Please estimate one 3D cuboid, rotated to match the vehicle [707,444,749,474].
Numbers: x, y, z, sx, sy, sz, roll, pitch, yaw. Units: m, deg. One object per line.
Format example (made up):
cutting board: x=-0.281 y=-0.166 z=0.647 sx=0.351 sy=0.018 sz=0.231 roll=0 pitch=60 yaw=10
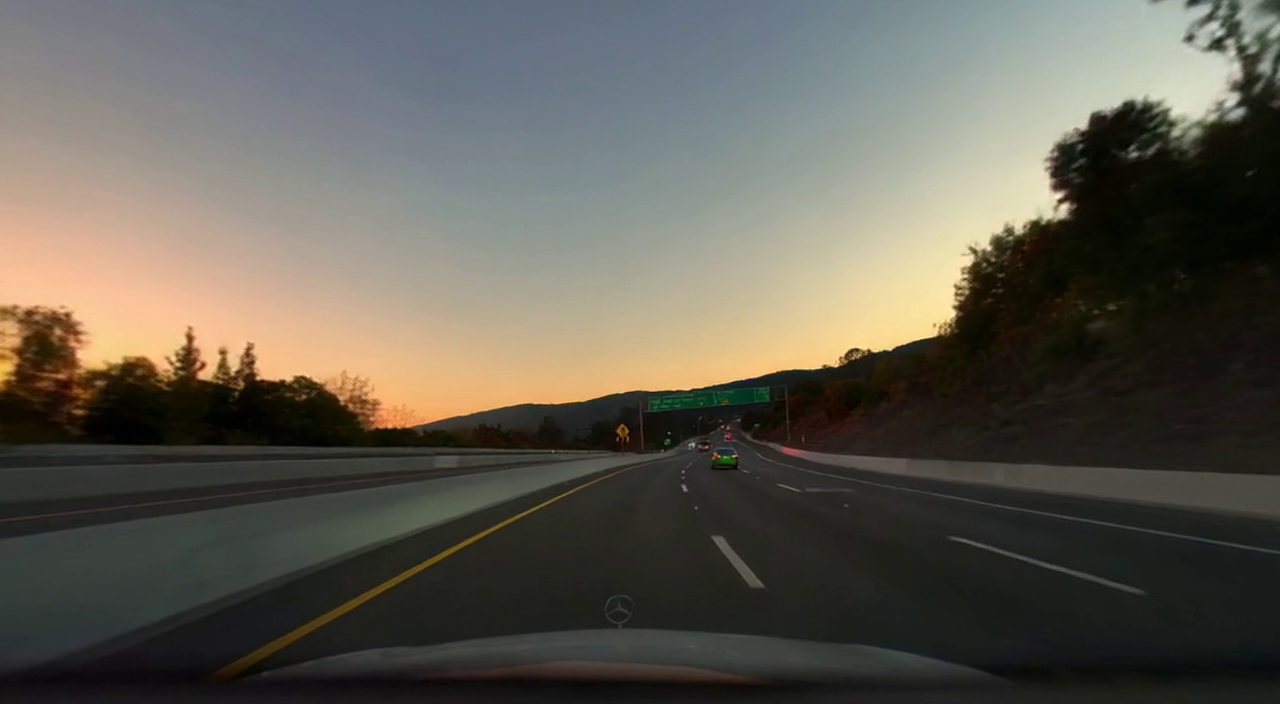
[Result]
vehicle: x=4.739 y=5.818 z=34.623 sx=1.874 sy=1.506 sz=4.116 roll=-1 pitch=-9 yaw=2
